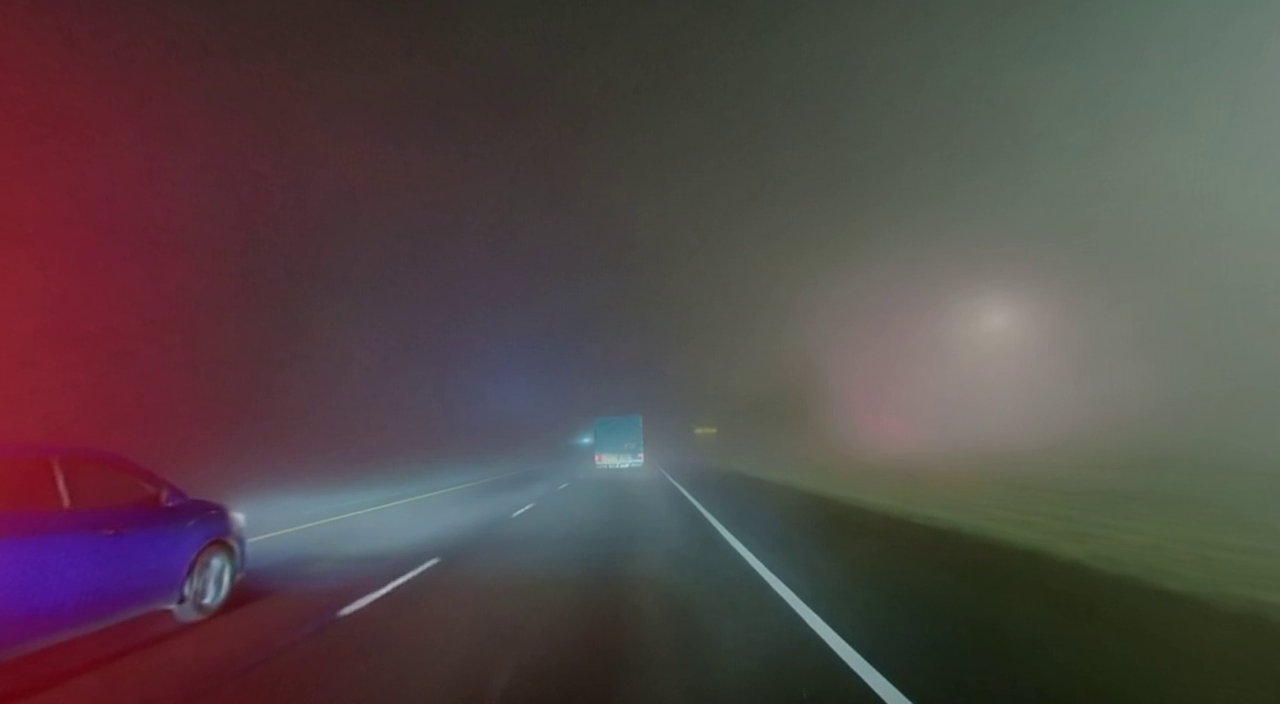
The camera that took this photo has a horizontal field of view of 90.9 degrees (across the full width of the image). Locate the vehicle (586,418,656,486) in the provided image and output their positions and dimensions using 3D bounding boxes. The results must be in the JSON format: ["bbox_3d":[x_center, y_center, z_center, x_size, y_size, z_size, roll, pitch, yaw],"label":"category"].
[{"bbox_3d":[-0.645,3.574,22.757,2.248,2.154,4.892,0,-8,-1],"label":"vehicle"}]

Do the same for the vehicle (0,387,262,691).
[{"bbox_3d":[-4.638,1.055,3.659,2.198,1.666,4.311,0,-8,0],"label":"vehicle"}]
